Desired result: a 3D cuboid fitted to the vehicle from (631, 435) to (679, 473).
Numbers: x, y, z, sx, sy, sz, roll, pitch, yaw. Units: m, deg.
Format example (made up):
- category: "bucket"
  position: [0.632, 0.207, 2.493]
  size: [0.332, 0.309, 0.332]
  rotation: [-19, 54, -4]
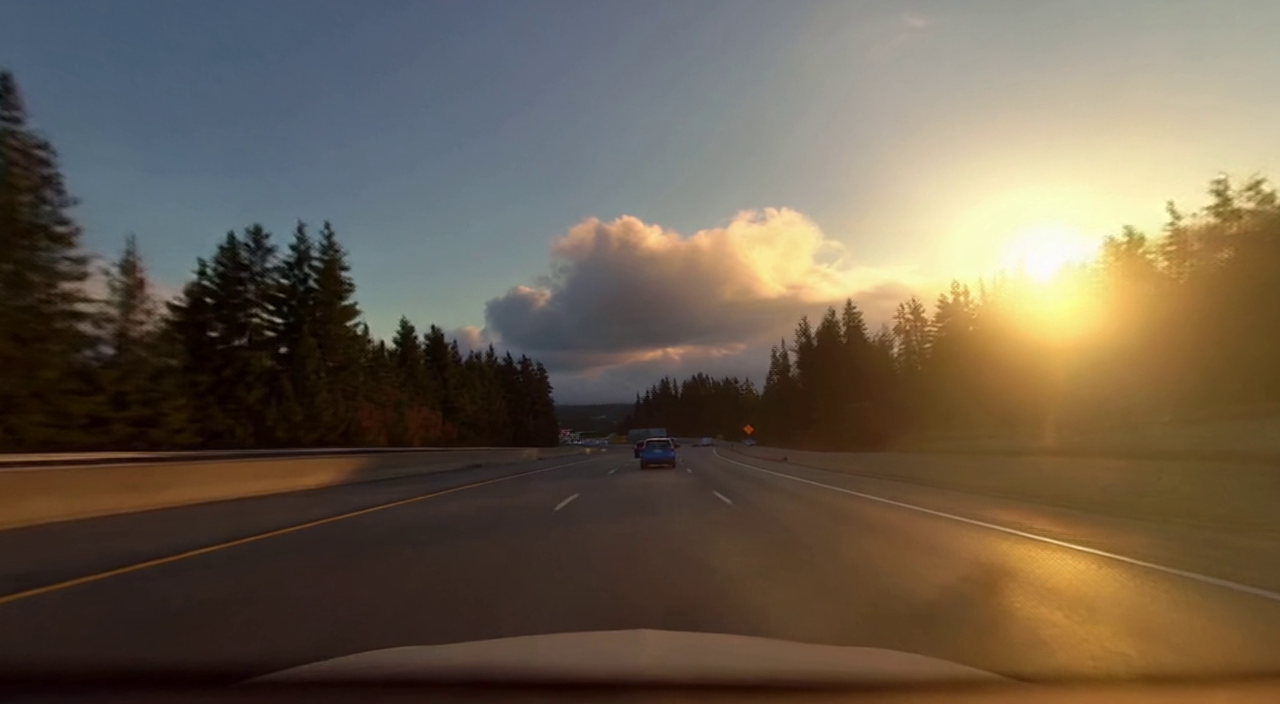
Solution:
- category: "vehicle"
  position: [0.733, 4.854, 30.093]
  size: [2.133, 1.686, 4.203]
  rotation: [-1, -8, 2]
